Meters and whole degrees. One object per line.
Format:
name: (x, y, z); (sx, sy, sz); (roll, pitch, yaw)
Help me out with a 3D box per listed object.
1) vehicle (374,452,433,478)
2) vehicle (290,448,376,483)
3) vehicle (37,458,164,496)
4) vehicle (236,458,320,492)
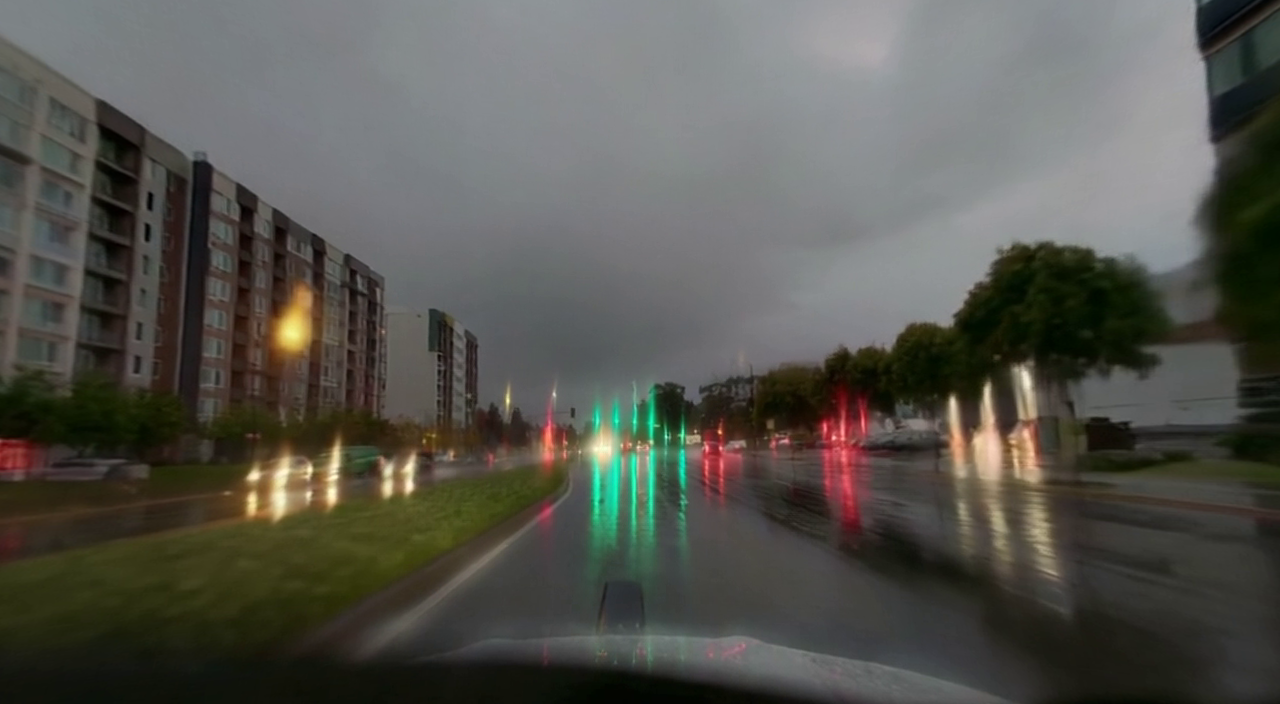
vehicle: (-15.274, 7.300, 41.080); (1.955, 1.516, 4.849); (0, -9, 0)
vehicle: (-19.430, 7.187, 40.486); (2.373, 2.077, 6.457); (0, -9, -1)
vehicle: (-29.780, 6.883, 35.205); (2.344, 1.784, 5.438); (-1, -9, -1)
vehicle: (-19.259, 6.538, 33.895); (1.869, 1.606, 4.617); (0, -9, -2)
